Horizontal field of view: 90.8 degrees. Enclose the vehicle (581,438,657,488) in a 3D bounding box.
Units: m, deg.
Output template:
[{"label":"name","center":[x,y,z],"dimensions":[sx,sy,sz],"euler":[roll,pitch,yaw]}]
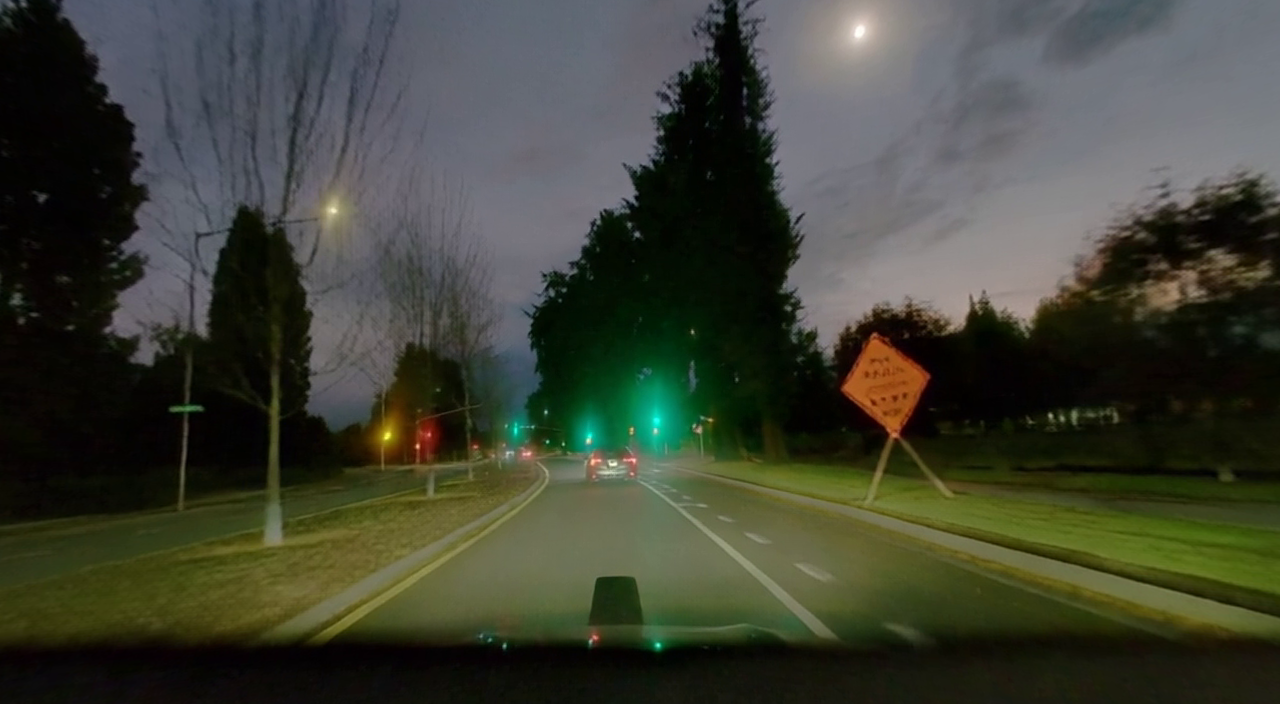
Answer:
[{"label":"vehicle","center":[-0.847,3.752,21.688],"dimensions":[2.266,1.508,4.430],"euler":[1,-9,-7]}]
